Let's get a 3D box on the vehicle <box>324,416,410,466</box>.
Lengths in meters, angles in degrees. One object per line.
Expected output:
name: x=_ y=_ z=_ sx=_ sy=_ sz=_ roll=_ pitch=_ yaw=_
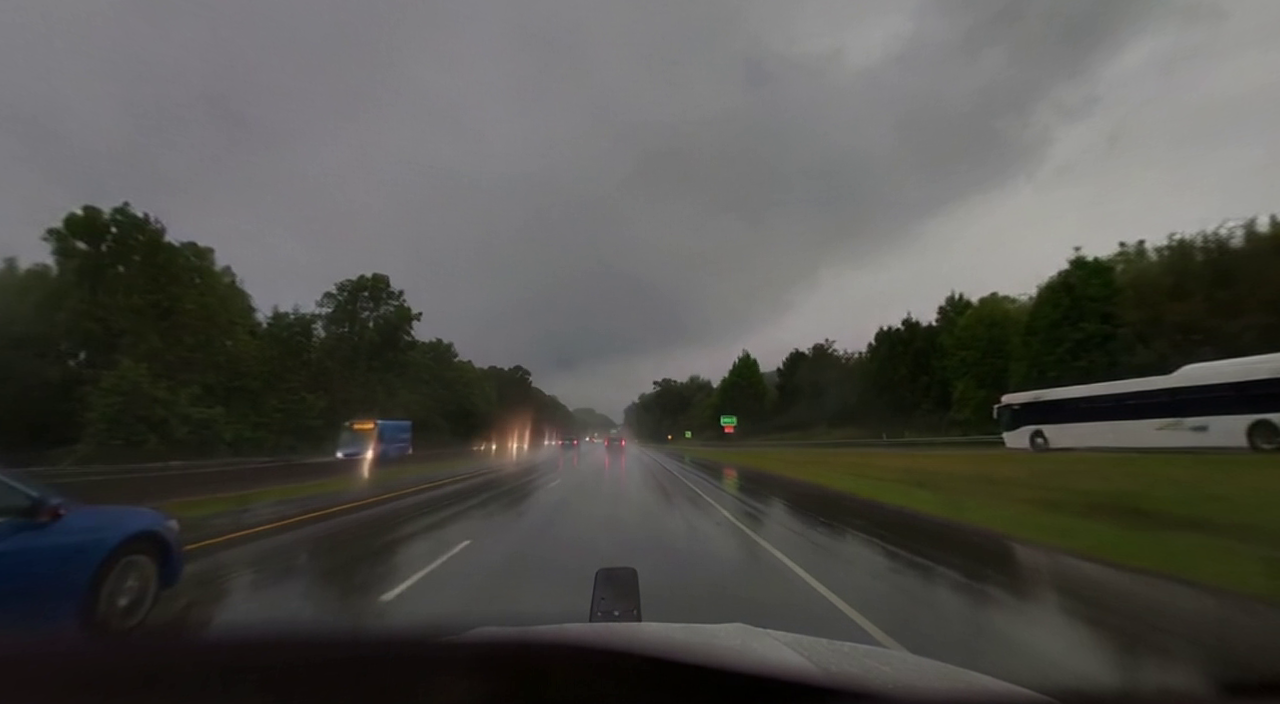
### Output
vehicle: x=-17.628 y=5.822 z=41.243 sx=2.612 sy=2.975 sz=6.965 roll=0 pitch=-8 yaw=-1

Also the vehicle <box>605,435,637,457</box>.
vehicle: x=-1.315 y=6.524 z=43.991 sx=2.162 sy=1.460 sz=4.242 roll=0 pitch=-8 yaw=-1

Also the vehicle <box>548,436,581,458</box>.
vehicle: x=-5.151 y=6.509 z=43.502 sx=1.907 sy=1.445 sz=4.049 roll=0 pitch=-8 yaw=-2

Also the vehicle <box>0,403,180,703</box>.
vehicle: x=-4.041 y=0.863 z=2.077 sx=1.958 sy=1.477 sz=4.121 roll=0 pitch=-8 yaw=-1
